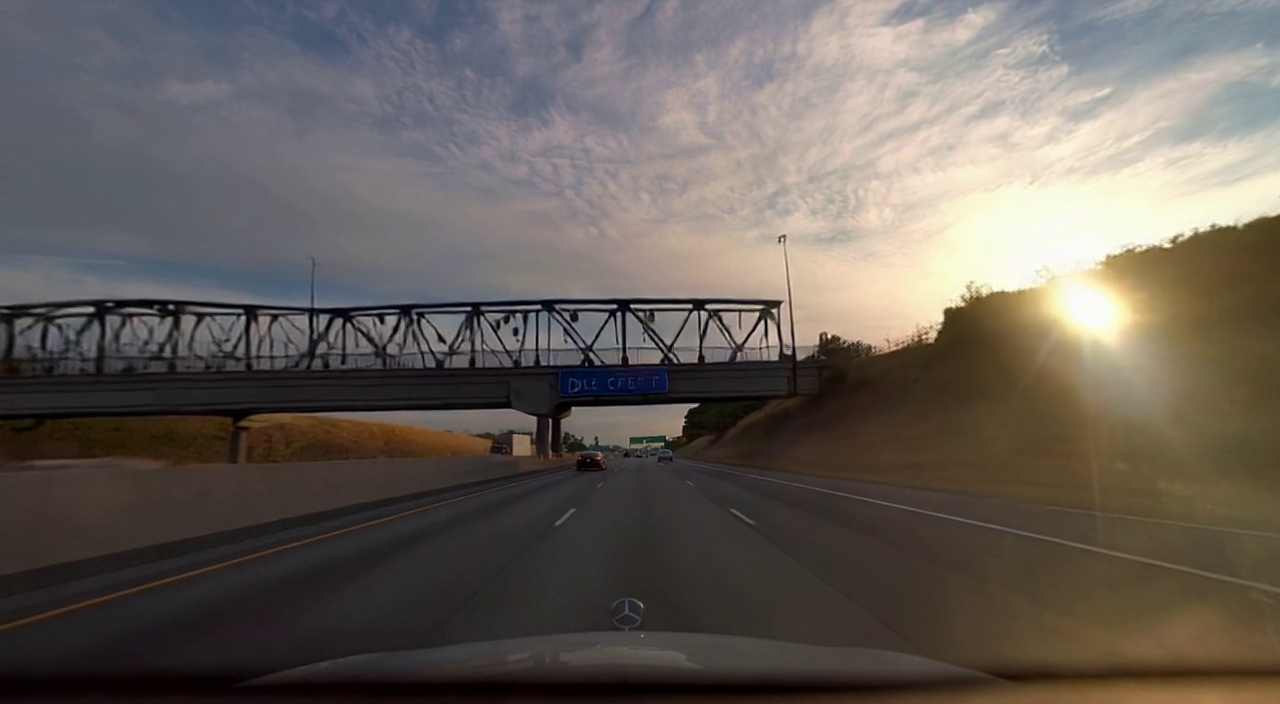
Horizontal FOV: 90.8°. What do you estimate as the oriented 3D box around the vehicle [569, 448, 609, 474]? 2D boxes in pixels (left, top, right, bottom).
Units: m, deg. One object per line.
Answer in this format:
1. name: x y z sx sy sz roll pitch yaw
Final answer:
1. vehicle: -3.238 6.988 40.643 2.180 1.537 4.459 0 -9 0
